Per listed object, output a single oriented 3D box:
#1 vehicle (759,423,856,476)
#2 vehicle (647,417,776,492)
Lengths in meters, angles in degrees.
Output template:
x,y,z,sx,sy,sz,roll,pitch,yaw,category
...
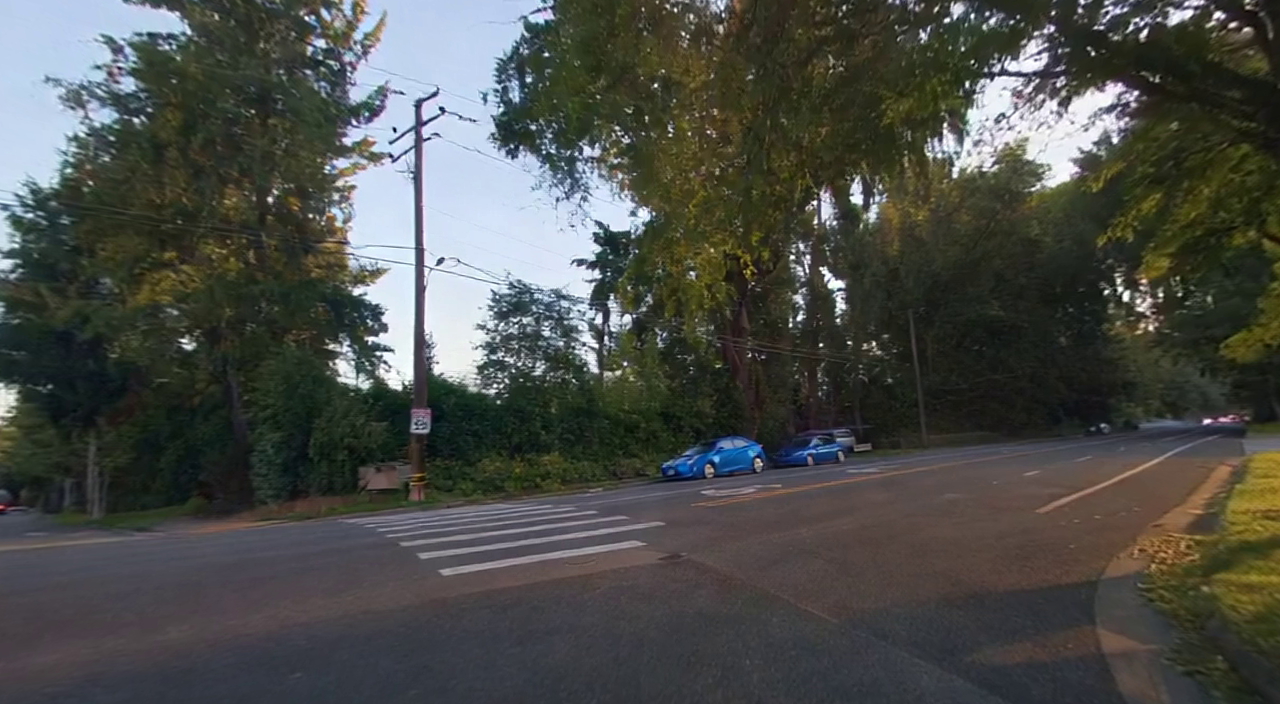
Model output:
x,y,z,sx,sy,sz,roll,pitch,yaw,category
7.831,4.487,29.276,4.467,1.700,2.087,-3,-8,-44,vehicle
2.919,3.930,24.613,2.159,1.959,5.179,-14,-7,41,vehicle
